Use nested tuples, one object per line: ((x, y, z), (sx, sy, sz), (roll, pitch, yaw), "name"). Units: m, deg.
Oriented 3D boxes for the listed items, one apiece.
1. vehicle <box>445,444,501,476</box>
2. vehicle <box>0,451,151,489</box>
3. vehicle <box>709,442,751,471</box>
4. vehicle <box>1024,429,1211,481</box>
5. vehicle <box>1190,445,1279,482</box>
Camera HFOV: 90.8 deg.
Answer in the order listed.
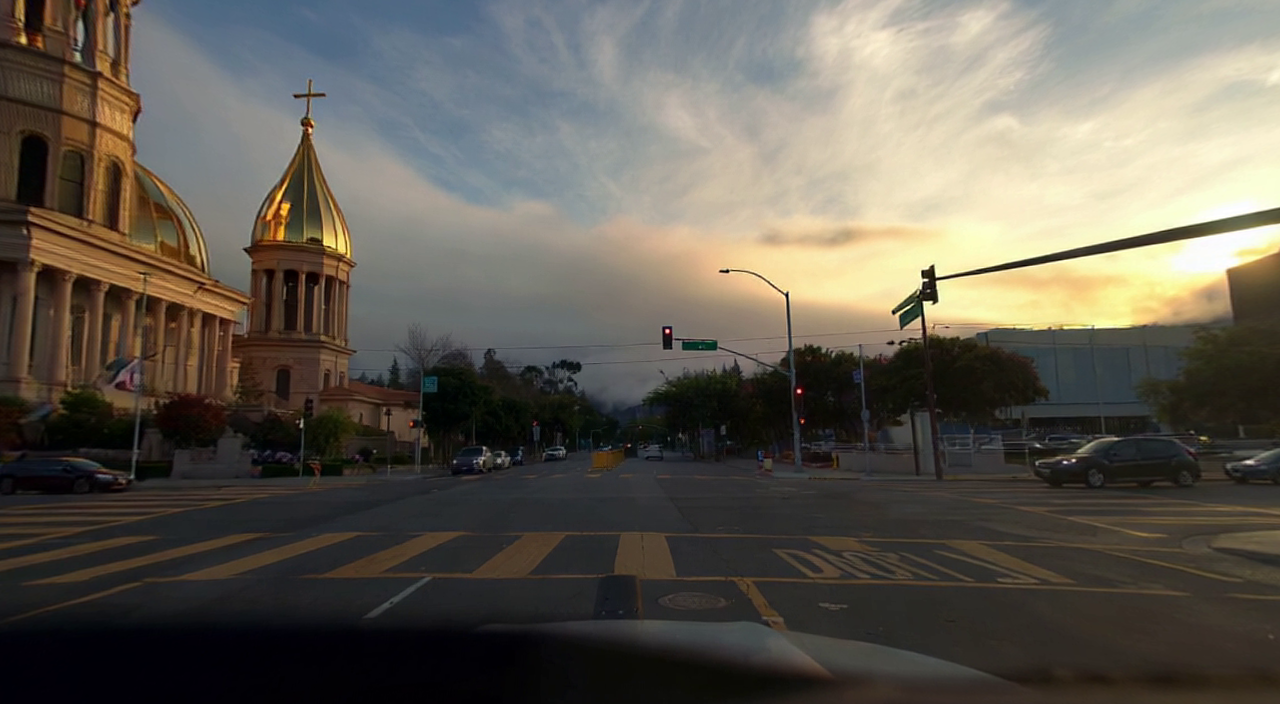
((-10.215, 6.608, 38.946), (2.076, 1.876, 4.669), (0, -8, 1), "vehicle")
((-23.337, 4.862, 26.214), (4.479, 1.476, 1.873), (0, -8, 1), "vehicle")
((5.841, 6.851, 41.489), (1.969, 1.776, 4.329), (0, -8, -1), "vehicle")
((19.884, 4.291, 26.541), (5.852, 2.057, 2.361), (0, -8, 0), "vehicle")
((26.392, 4.673, 26.660), (4.561, 1.475, 1.850), (0, -8, 0), "vehicle")
